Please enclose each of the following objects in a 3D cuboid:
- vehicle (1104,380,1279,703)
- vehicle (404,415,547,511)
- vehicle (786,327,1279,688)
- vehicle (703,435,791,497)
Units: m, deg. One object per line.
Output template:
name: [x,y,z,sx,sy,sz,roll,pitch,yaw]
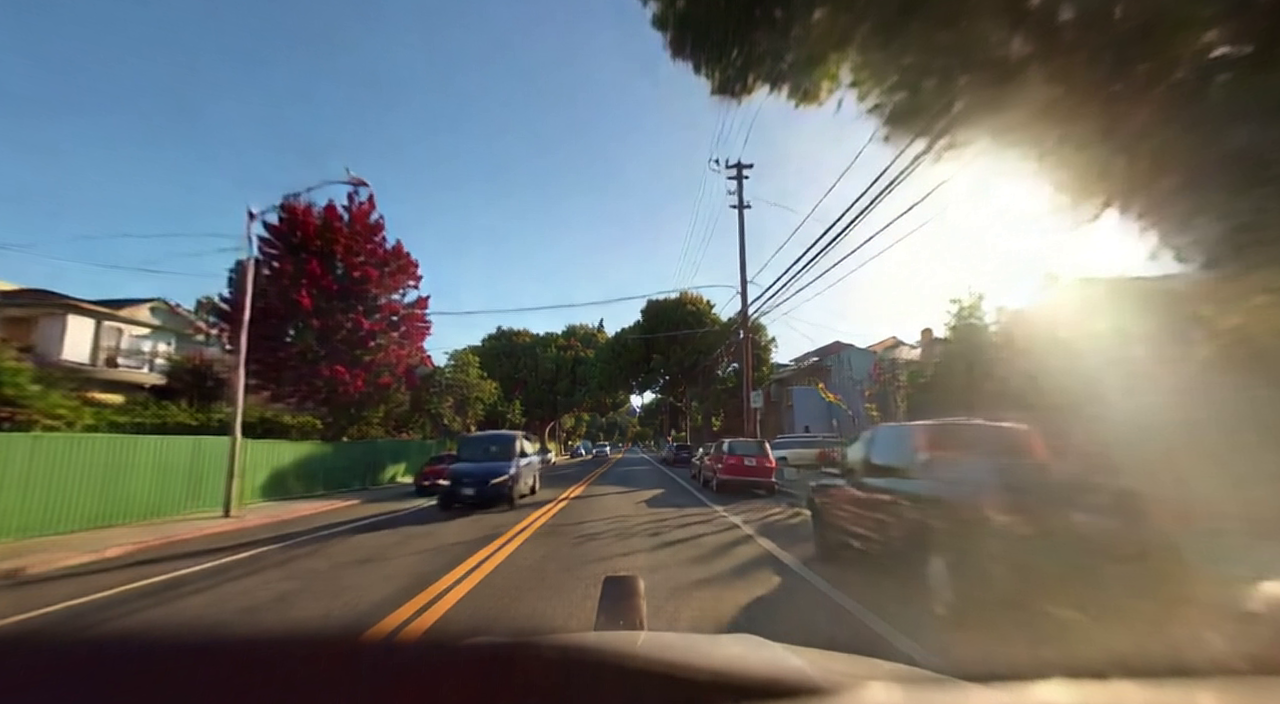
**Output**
vehicle: [3.379,0.653,0.903,1.914,1.520,4.455,0,-8,-2]
vehicle: [-3.721,2.640,15.399,2.194,1.935,4.807,0,-9,0]
vehicle: [3.249,1.235,6.238,2.174,2.049,5.088,0,-8,-2]
vehicle: [3.072,3.352,18.990,1.826,1.614,4.241,0,-9,-1]
